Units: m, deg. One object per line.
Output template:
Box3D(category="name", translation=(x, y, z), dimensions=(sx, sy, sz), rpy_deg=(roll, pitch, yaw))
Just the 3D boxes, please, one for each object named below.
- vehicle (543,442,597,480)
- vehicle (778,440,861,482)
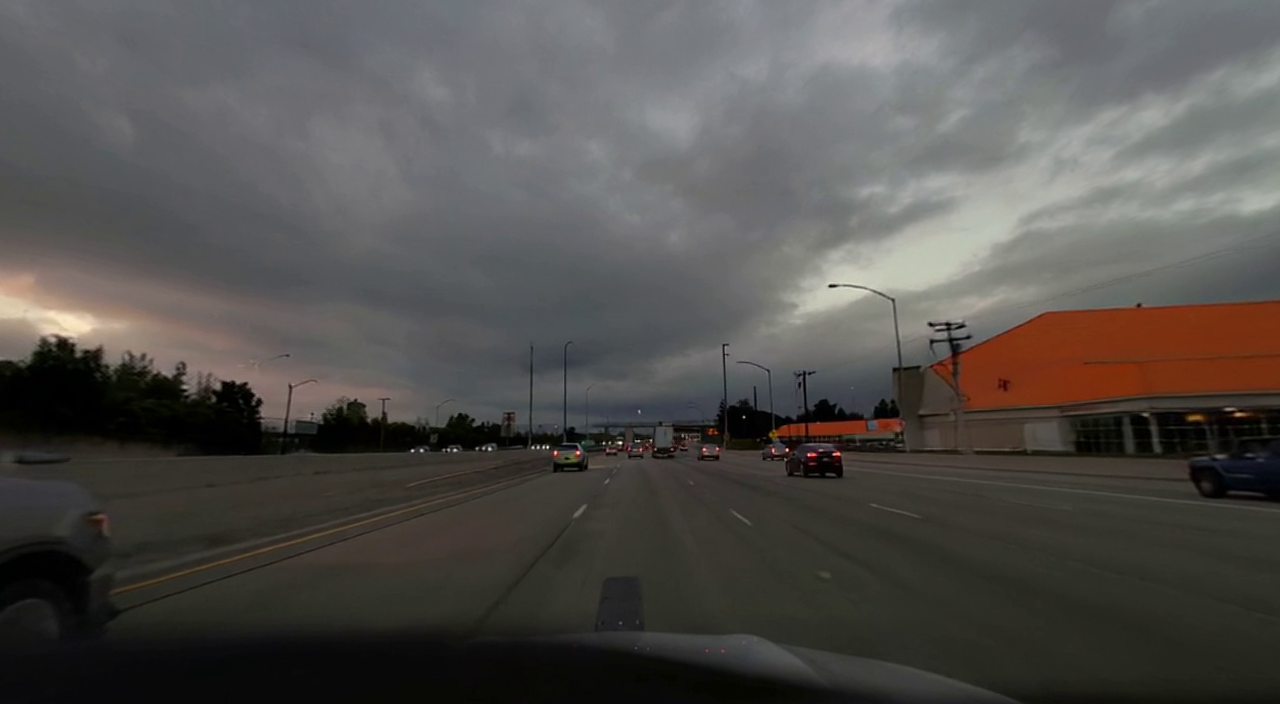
Box3D(category="vehicle", translation=(-2.984, 4.724, 27.640), dimensions=(1.929, 1.521, 4.097), rpy_deg=(0, -9, 0))
Box3D(category="vehicle", translation=(7.089, 4.337, 25.385), dimensions=(1.980, 1.501, 4.433), rpy_deg=(0, -9, -1))
